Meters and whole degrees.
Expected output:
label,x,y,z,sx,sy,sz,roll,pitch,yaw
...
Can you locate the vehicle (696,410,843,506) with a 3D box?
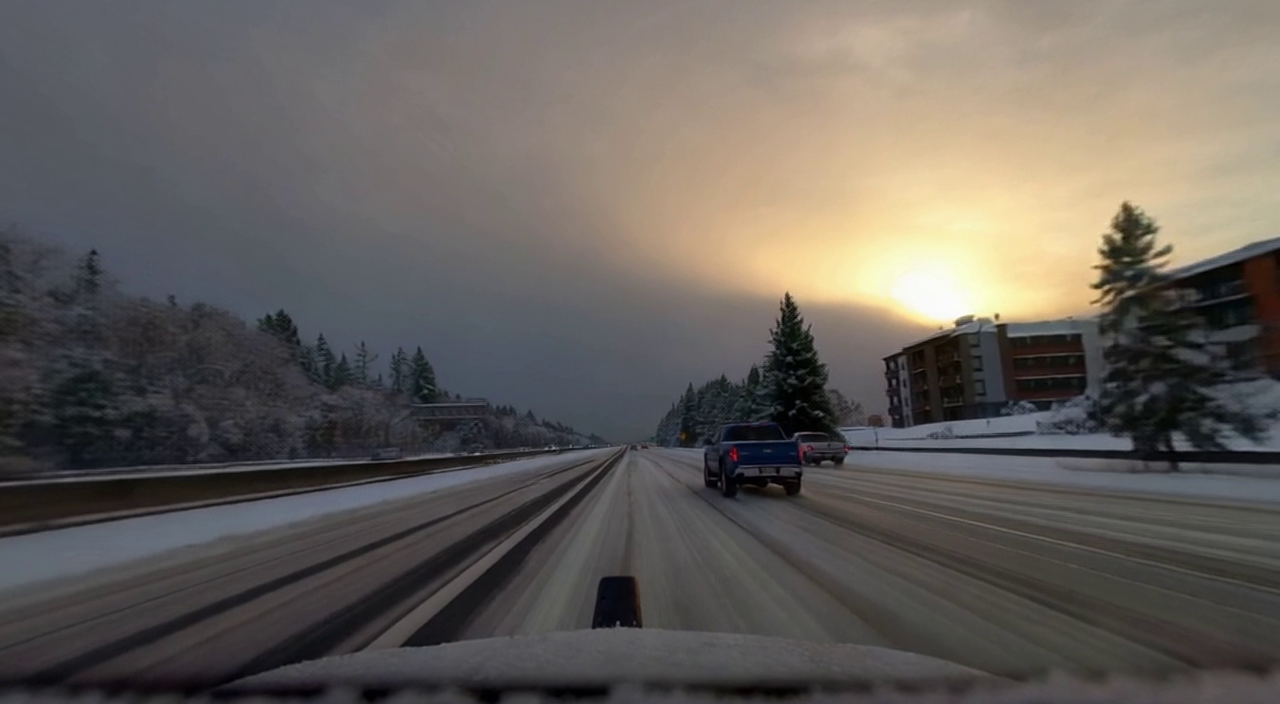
label,x,y,z,sx,sy,sz,roll,pitch,yaw
vehicle,2.930,2.581,15.701,2.462,1.984,4.718,0,-8,-2
